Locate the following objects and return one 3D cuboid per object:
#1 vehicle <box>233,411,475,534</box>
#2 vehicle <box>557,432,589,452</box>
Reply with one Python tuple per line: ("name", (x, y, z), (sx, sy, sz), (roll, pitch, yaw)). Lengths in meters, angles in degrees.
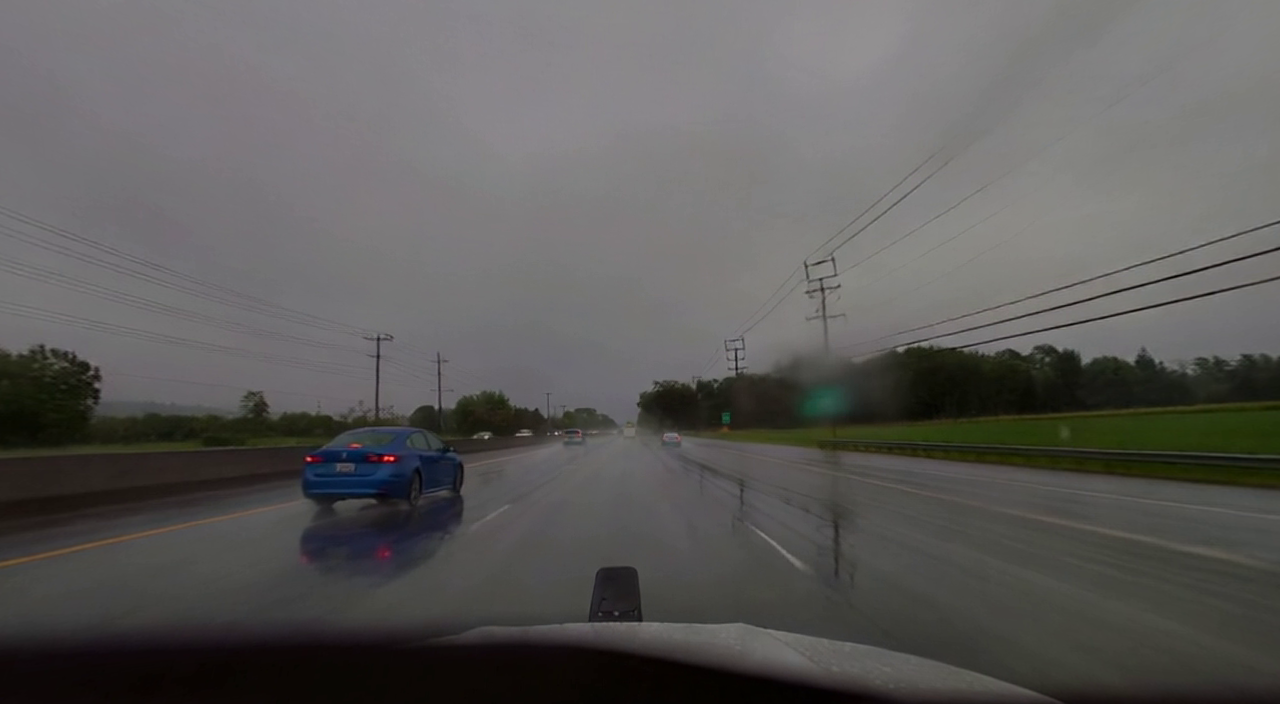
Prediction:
("vehicle", (-4.277, 1.854, 10.348), (2.023, 1.580, 4.259), (0, -8, -1))
("vehicle", (-5.244, 7.094, 49.755), (2.080, 1.478, 4.347), (0, -8, 0))
